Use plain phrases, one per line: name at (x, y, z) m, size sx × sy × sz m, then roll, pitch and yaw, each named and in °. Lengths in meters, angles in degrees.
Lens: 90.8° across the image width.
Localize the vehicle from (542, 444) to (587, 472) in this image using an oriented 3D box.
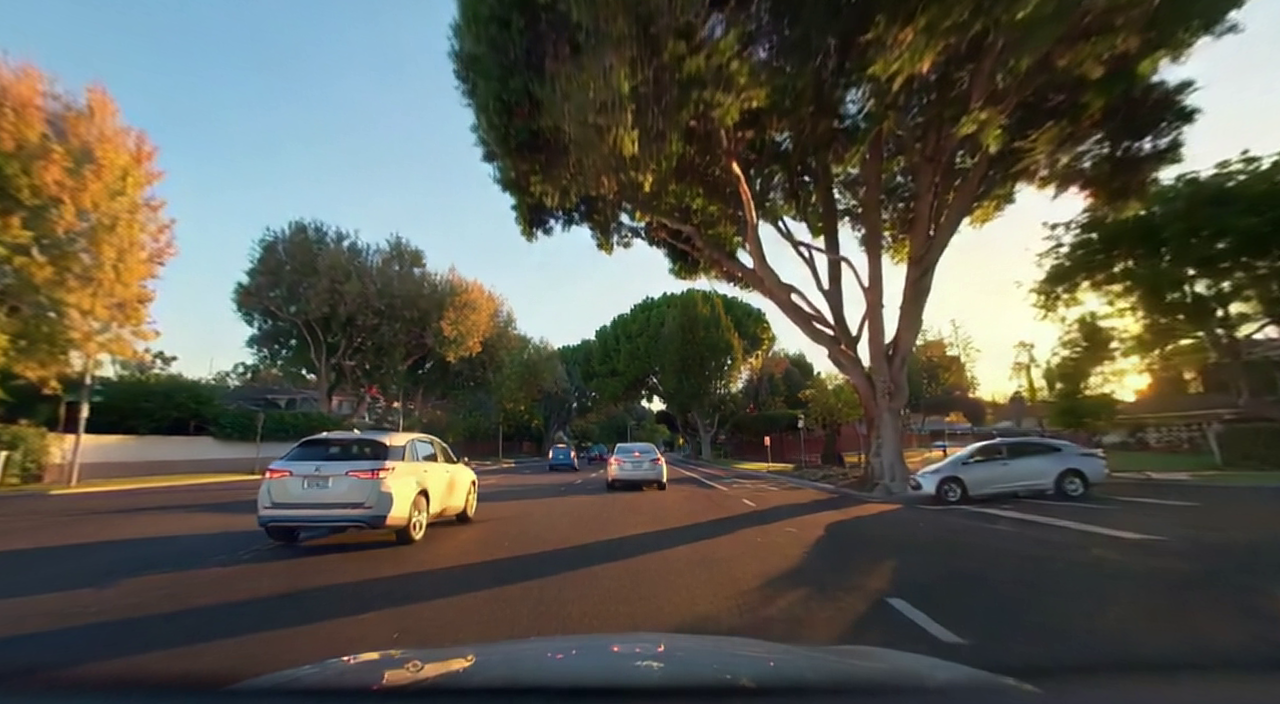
vehicle at (-4.346, 6.170, 37.075) m, size 2.014 × 1.493 × 4.658 m, roll 1°, pitch -9°, yaw 0°

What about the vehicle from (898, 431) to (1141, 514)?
vehicle at (8.877, 2.837, 15.133) m, size 4.497 × 1.743 × 1.983 m, roll 1°, pitch -9°, yaw 1°

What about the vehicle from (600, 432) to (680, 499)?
vehicle at (-0.018, 3.408, 19.374) m, size 2.131 × 1.761 × 4.242 m, roll 1°, pitch -9°, yaw 0°

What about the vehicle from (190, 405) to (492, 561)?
vehicle at (-3.985, 1.849, 9.616) m, size 2.243 × 1.722 × 4.621 m, roll 1°, pitch -9°, yaw 1°
